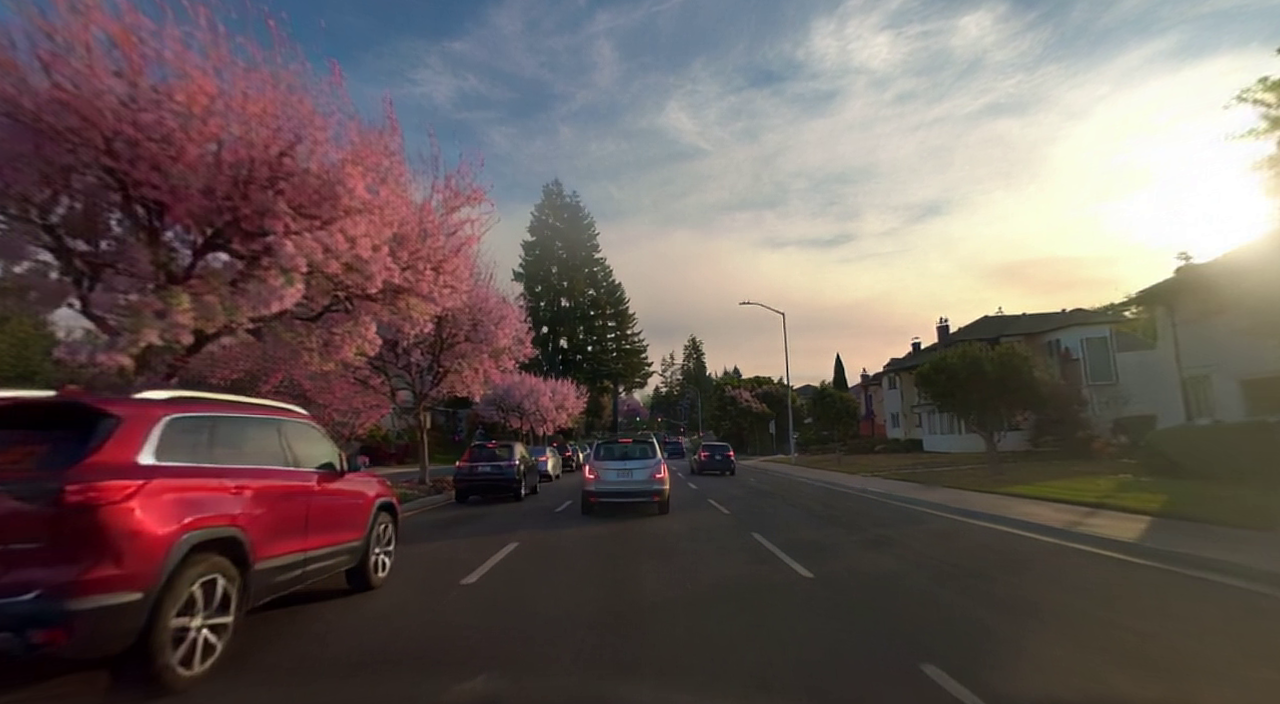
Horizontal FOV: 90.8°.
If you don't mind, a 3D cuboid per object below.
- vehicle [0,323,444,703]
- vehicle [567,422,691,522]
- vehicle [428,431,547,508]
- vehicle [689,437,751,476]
[{"bbox_3d":[-3.554,1.172,5.264,2.304,1.928,4.833,0,-8,0],"label":"vehicle"},{"bbox_3d":[-0.210,2.352,12.887,2.112,1.693,4.058,0,-8,-1],"label":"vehicle"},{"bbox_3d":[-3.662,2.909,16.066,1.948,1.668,4.279,0,-8,0],"label":"vehicle"},{"bbox_3d":[3.686,4.906,30.003,2.188,1.685,4.604,0,-8,-2],"label":"vehicle"}]
